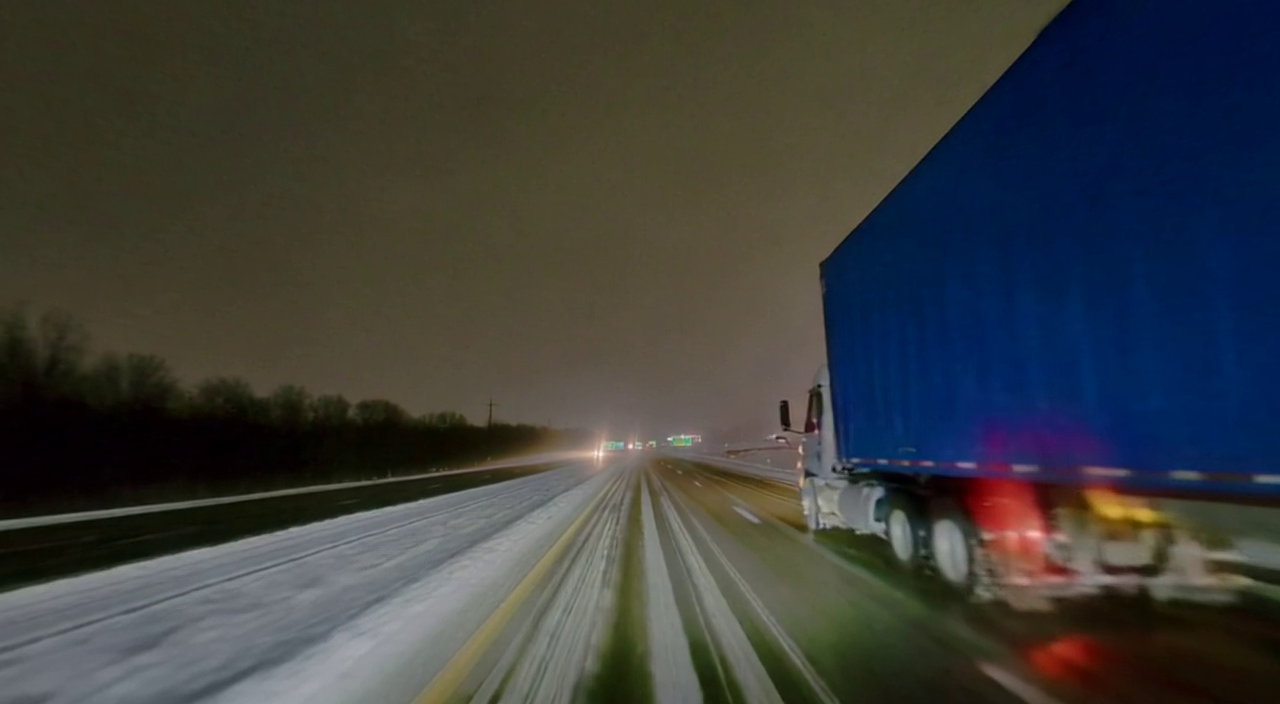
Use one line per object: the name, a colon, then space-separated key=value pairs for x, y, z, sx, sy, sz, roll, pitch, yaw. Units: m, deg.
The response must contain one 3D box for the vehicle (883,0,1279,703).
vehicle: x=4.187 y=-0.645 z=0.340 sx=2.937 sy=4.082 sz=12.918 roll=0 pitch=-9 yaw=0
